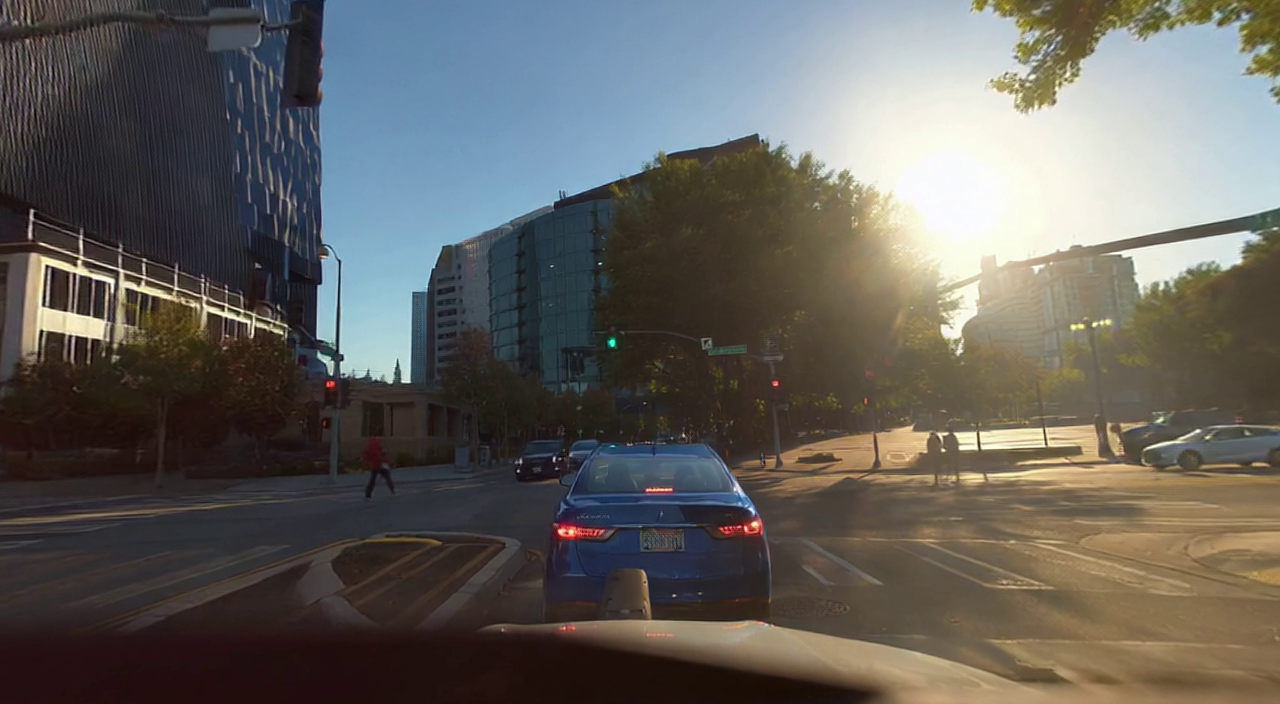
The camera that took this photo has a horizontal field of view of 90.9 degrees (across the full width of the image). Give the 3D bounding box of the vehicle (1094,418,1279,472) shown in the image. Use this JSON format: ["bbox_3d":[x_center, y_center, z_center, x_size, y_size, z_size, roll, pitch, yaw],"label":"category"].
[{"bbox_3d":[19.129,3.265,22.222,4.675,1.772,1.945,0,-8,-1],"label":"vehicle"}]

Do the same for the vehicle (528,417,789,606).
[{"bbox_3d":[-0.143,1.644,7.479,1.893,1.532,4.145,2,-9,-16],"label":"vehicle"}]
